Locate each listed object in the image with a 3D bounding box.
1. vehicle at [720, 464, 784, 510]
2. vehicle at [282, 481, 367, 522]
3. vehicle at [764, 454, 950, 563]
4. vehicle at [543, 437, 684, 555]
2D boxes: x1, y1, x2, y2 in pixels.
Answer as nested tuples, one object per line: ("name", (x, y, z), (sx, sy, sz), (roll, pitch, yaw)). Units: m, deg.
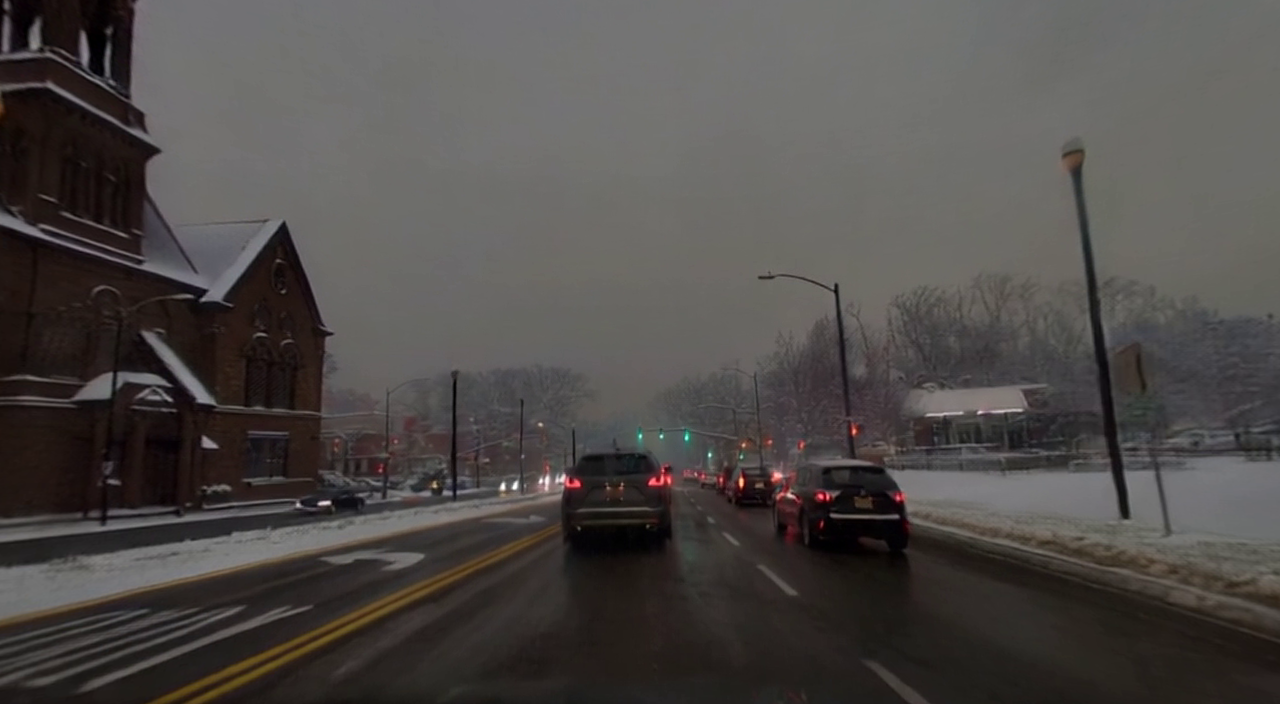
("vehicle", (4.289, 5.232, 24.890), (1.890, 1.491, 4.166), (-1, -8, 2))
("vehicle", (-15.931, 7.546, 32.222), (1.901, 1.532, 4.733), (-1, -7, 1))
("vehicle", (3.562, 2.619, 11.373), (1.883, 1.472, 4.471), (-1, -8, 2))
("vehicle", (-0.359, 2.539, 11.879), (2.168, 1.776, 4.135), (-1, -8, 2))
